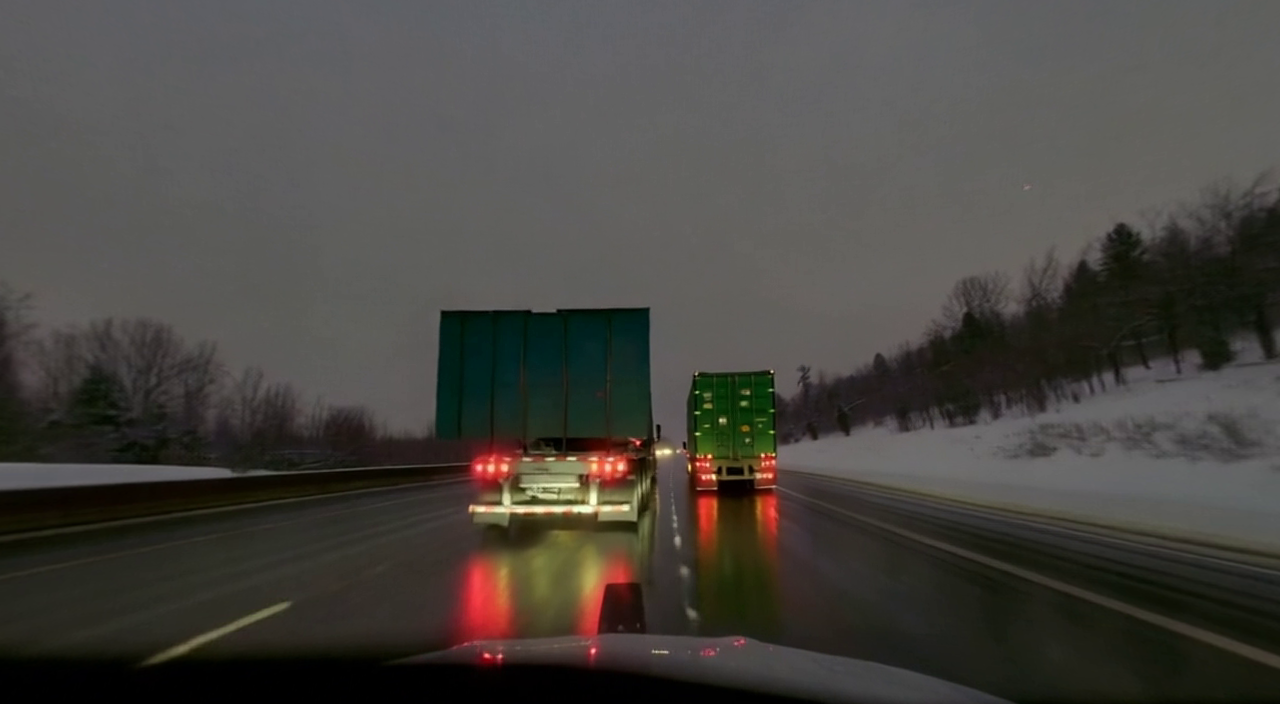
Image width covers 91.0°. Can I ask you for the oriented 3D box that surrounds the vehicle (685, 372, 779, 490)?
[{"bbox_3d":[3.521,3.533,27.207,2.942,4.003,11.297,0,-9,3],"label":"vehicle"}]

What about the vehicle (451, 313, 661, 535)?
[{"bbox_3d":[-1.083,2.448,18.978,3.267,3.655,17.154,0,-9,2],"label":"vehicle"}]
